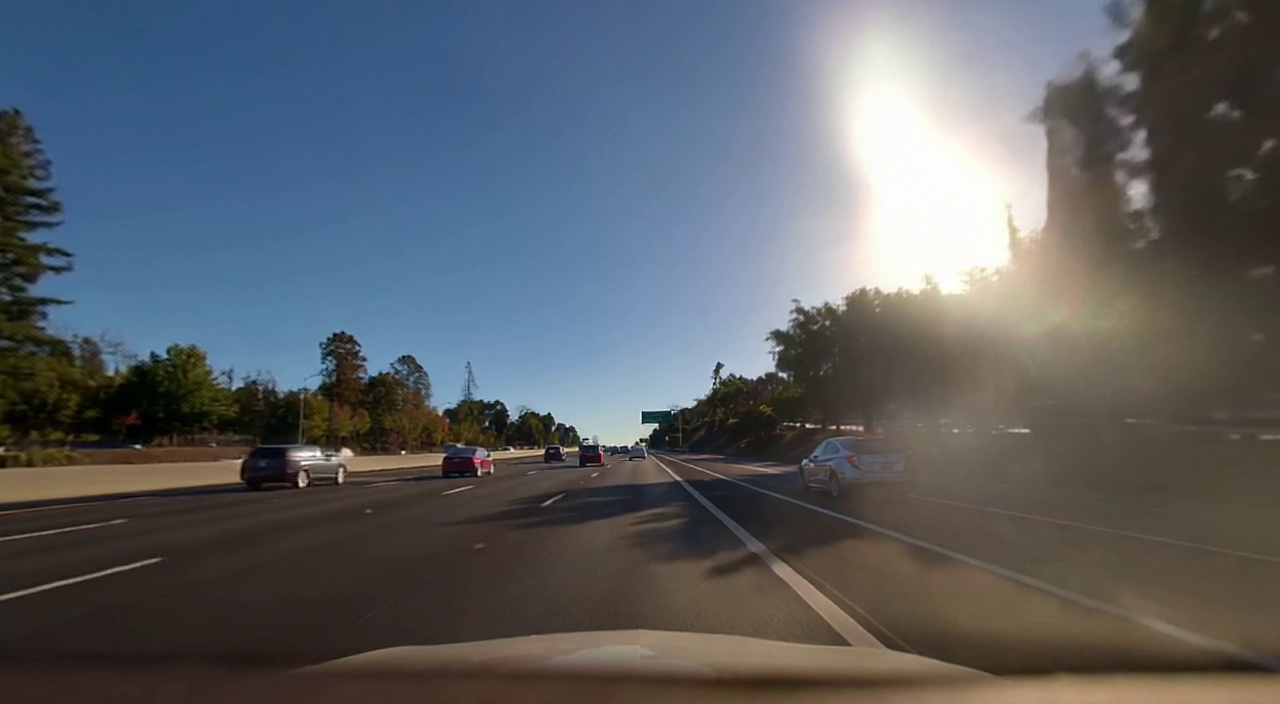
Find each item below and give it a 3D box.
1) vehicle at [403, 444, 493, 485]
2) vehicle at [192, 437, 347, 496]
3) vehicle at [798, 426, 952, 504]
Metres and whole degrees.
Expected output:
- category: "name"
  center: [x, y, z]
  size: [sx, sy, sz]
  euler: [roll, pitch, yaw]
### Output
- category: "vehicle"
  center: [-7.483, 4.428, 25.136]
  size: [2.071, 1.486, 4.703]
  euler: [0, -9, 1]
- category: "vehicle"
  center: [-11.289, 3.505, 19.658]
  size: [2.107, 1.628, 4.446]
  euler: [0, -9, 0]
- category: "vehicle"
  center: [6.133, 3.029, 17.243]
  size: [2.259, 1.816, 4.862]
  euler: [0, -9, -1]
